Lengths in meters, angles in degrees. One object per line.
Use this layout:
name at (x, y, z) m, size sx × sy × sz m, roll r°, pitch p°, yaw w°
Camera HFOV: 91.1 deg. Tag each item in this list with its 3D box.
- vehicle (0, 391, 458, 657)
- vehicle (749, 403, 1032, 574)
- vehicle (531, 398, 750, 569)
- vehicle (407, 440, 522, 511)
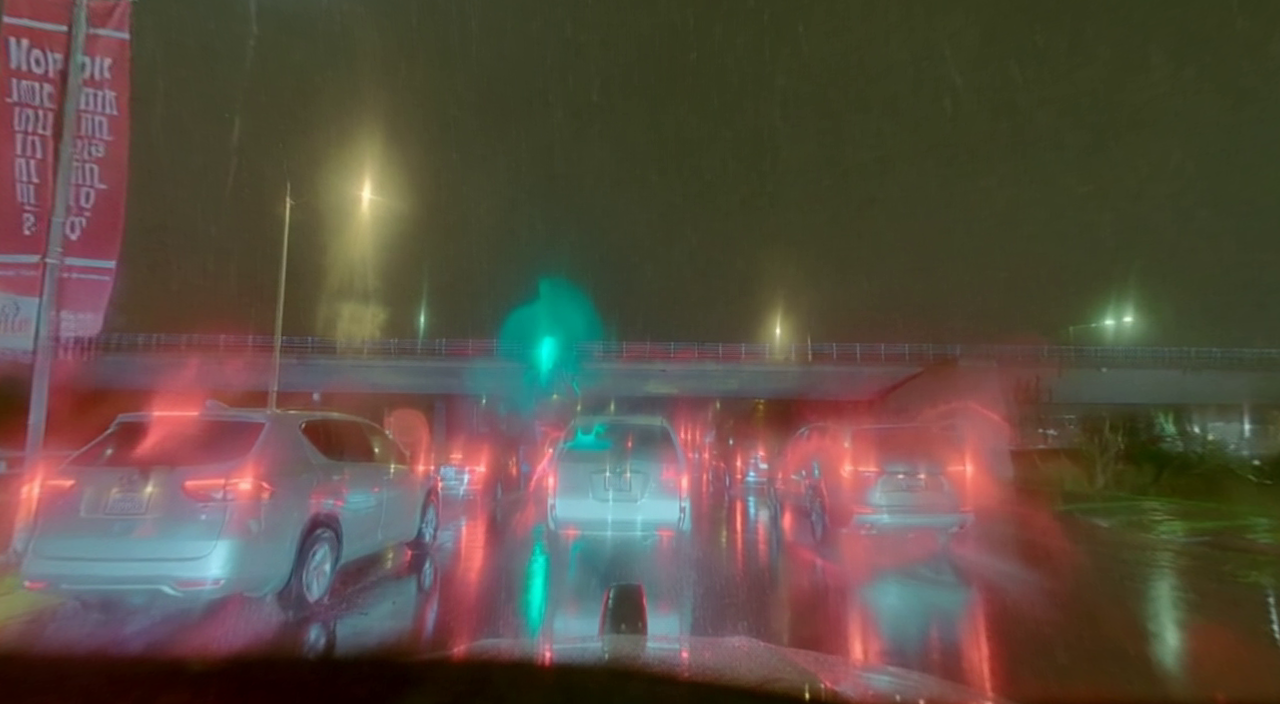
vehicle at (-3.496, 1.430, 6.273) m, size 2.039 × 1.709 × 4.265 m, roll 0°, pitch -9°, yaw 0°
vehicle at (3.098, 1.806, 9.122) m, size 2.016 × 1.804 × 4.681 m, roll 0°, pitch -9°, yaw -2°
vehicle at (-0.083, 1.773, 9.220) m, size 2.409 × 1.864 × 4.471 m, roll 0°, pitch -9°, yaw -2°
vehicle at (-4.151, 2.947, 15.435) m, size 1.797 × 1.505 × 3.506 m, roll 0°, pitch -9°, yaw 0°
